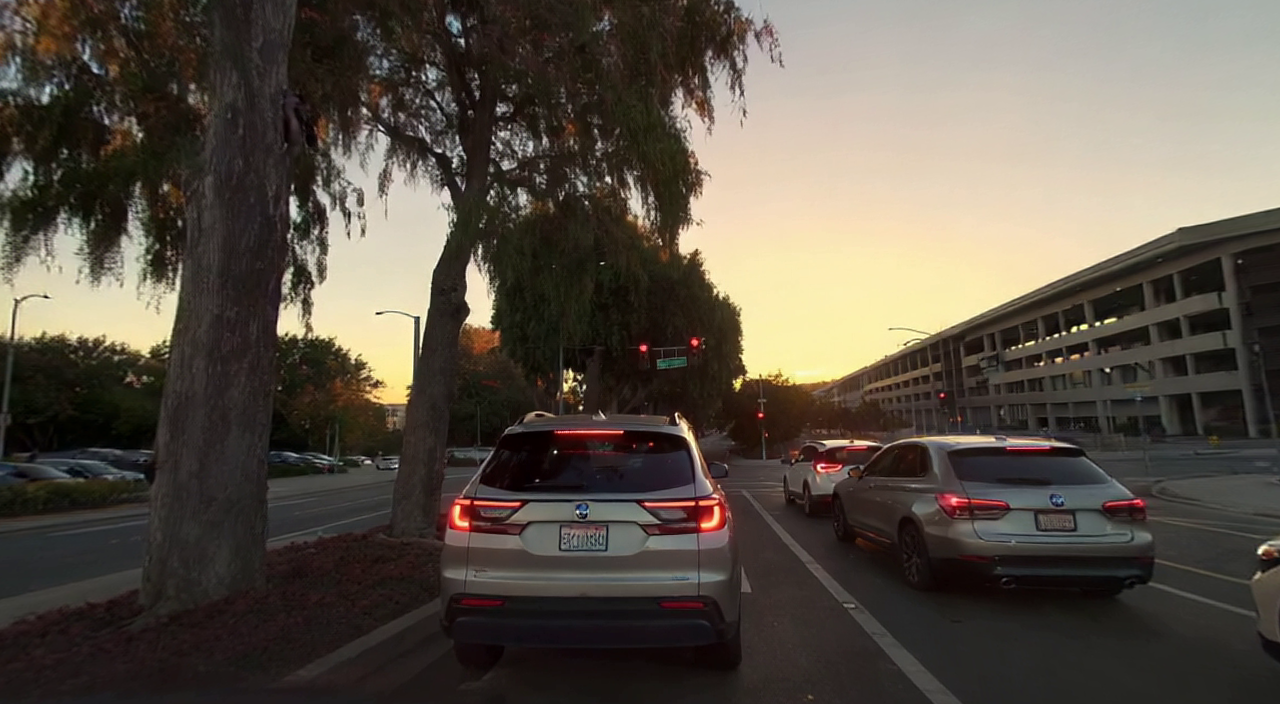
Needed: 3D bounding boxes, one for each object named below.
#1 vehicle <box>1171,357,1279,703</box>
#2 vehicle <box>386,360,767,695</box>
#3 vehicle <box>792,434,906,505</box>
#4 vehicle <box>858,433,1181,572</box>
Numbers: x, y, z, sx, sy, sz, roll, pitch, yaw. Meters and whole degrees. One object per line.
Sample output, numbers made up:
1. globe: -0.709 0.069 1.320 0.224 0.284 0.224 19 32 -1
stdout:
1. vehicle: 4.062 0.601 1.102 1.993 1.719 4.953 0 -8 1
2. vehicle: -0.209 1.232 5.555 2.021 1.742 4.295 -1 -8 4
3. vehicle: 5.336 3.032 16.714 1.994 1.638 4.100 -1 -9 6
4. vehicle: 4.902 1.968 9.158 1.963 1.480 4.553 0 -8 2
